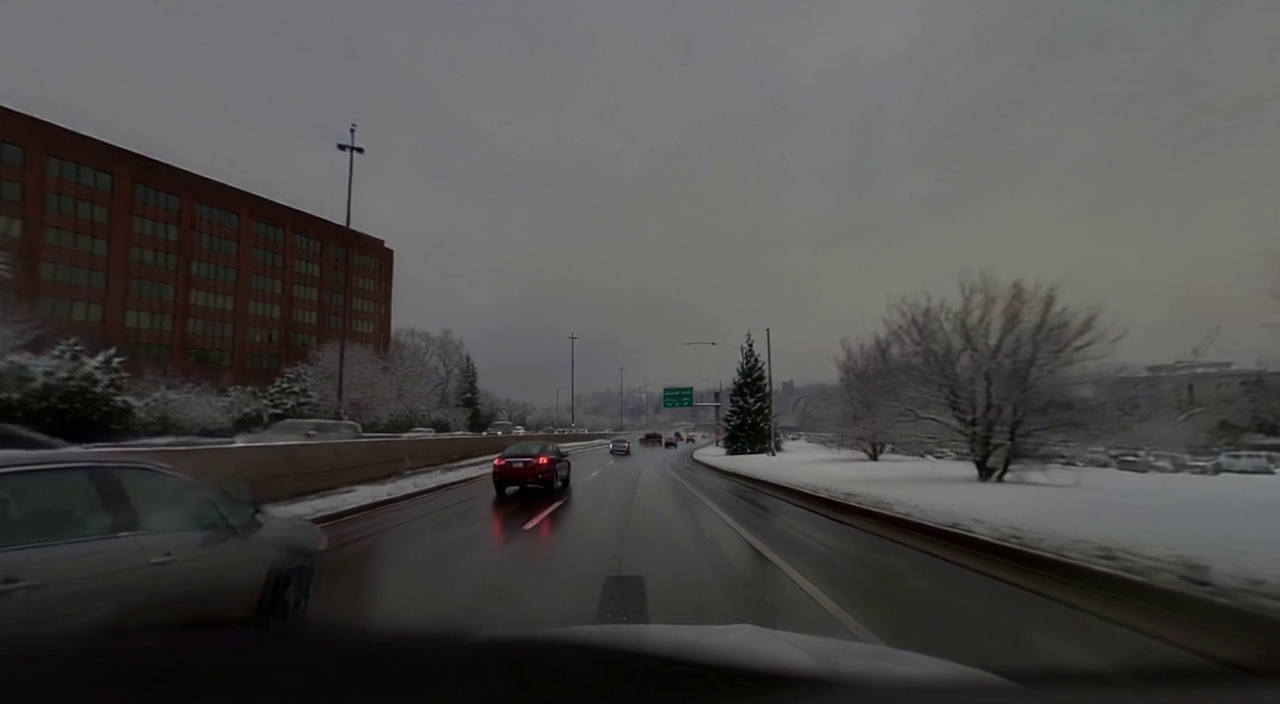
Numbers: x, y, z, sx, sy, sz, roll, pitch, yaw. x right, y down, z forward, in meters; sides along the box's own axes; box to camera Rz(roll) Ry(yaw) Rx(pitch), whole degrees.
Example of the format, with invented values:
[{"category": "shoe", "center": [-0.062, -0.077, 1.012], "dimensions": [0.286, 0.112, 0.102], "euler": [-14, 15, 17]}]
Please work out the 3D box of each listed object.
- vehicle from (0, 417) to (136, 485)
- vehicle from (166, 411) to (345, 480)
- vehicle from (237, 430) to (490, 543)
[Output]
[{"category": "vehicle", "center": [-14.978, 2.378, 15.160], "dimensions": [1.850, 1.490, 4.628], "euler": [0, -8, 1]}, {"category": "vehicle", "center": [-10.335, 2.584, 17.471], "dimensions": [1.926, 1.650, 4.593], "euler": [-1, -8, 2]}, {"category": "vehicle", "center": [-4.183, 2.098, 10.570], "dimensions": [2.035, 1.460, 4.497], "euler": [-1, -8, 3]}]
